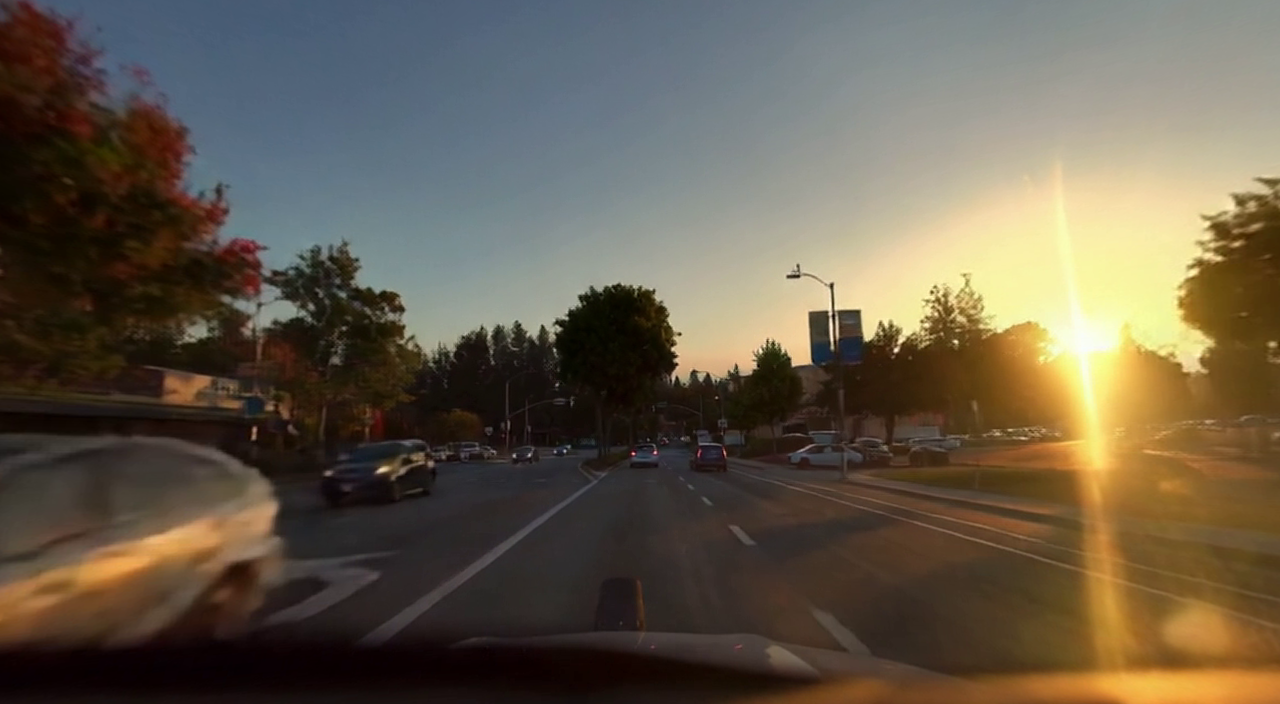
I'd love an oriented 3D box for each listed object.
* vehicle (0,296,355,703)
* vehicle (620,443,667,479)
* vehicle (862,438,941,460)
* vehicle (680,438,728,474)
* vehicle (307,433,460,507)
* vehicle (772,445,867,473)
[{"bbox_3d":[-3.120,0.749,2.253,2.092,1.779,4.468,0,-9,0],"label":"vehicle"},{"bbox_3d":[0.141,4.697,27.520,1.917,1.418,3.987,0,-9,0],"label":"vehicle"},{"bbox_3d":[18.583,6.910,45.069,4.793,1.470,1.961,0,-9,1],"label":"vehicle"},{"bbox_3d":[3.309,5.458,33.413,2.046,1.768,4.370,0,-9,0],"label":"vehicle"},{"bbox_3d":[-6.433,2.989,16.544,2.051,1.634,4.593,0,-8,0],"label":"vehicle"},{"bbox_3d":[9.808,5.875,34.839,4.662,1.495,1.998,-1,-9,5],"label":"vehicle"}]
